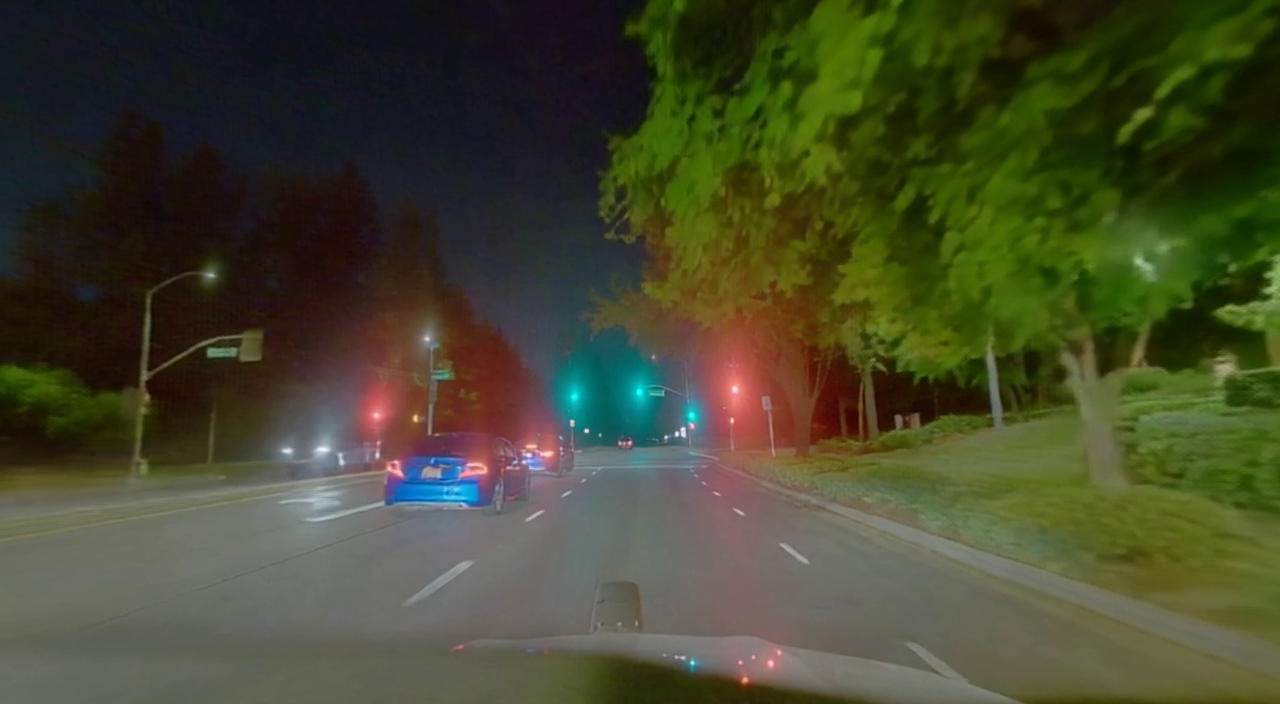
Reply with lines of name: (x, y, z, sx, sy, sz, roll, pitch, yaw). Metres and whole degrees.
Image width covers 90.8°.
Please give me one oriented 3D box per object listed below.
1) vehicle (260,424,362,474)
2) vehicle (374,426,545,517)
vehicle: (-17.042, 5.076, 33.109, 2.496, 2.351, 5.293, 0, -8, 0)
vehicle: (-3.360, 2.330, 12.886, 2.038, 1.486, 4.678, -1, -8, 1)
